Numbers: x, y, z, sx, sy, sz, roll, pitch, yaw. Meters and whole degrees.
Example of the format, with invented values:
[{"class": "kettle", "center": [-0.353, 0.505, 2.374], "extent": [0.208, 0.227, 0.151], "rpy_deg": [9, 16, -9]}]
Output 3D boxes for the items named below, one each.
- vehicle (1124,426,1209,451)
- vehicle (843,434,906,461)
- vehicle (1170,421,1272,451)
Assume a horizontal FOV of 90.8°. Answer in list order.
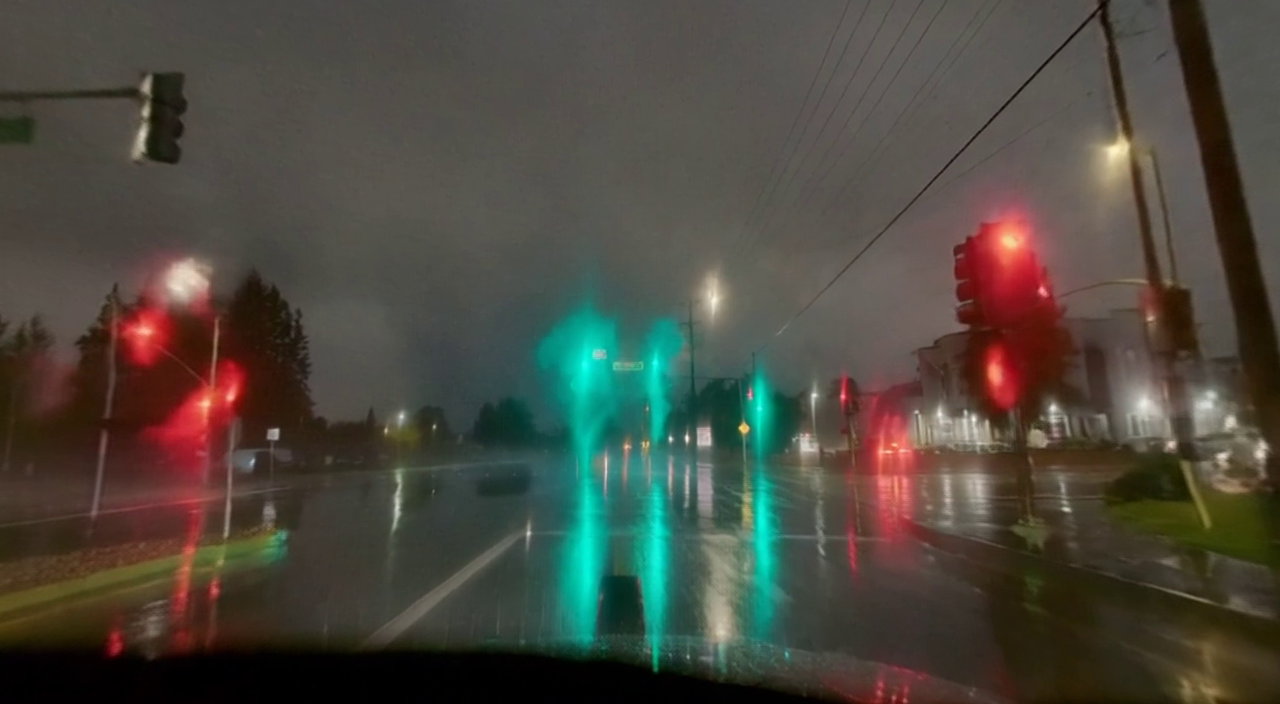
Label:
[{"class": "vehicle", "center": [34.142, 5.677, 41.092], "extent": [1.832, 1.521, 4.266], "rpy_deg": [0, -9, 0]}, {"class": "vehicle", "center": [14.996, 6.156, 40.722], "extent": [1.959, 1.471, 4.570], "rpy_deg": [-4, -9, -4]}, {"class": "vehicle", "center": [37.135, 5.448, 40.553], "extent": [1.916, 1.619, 4.524], "rpy_deg": [-4, -9, -4]}]
